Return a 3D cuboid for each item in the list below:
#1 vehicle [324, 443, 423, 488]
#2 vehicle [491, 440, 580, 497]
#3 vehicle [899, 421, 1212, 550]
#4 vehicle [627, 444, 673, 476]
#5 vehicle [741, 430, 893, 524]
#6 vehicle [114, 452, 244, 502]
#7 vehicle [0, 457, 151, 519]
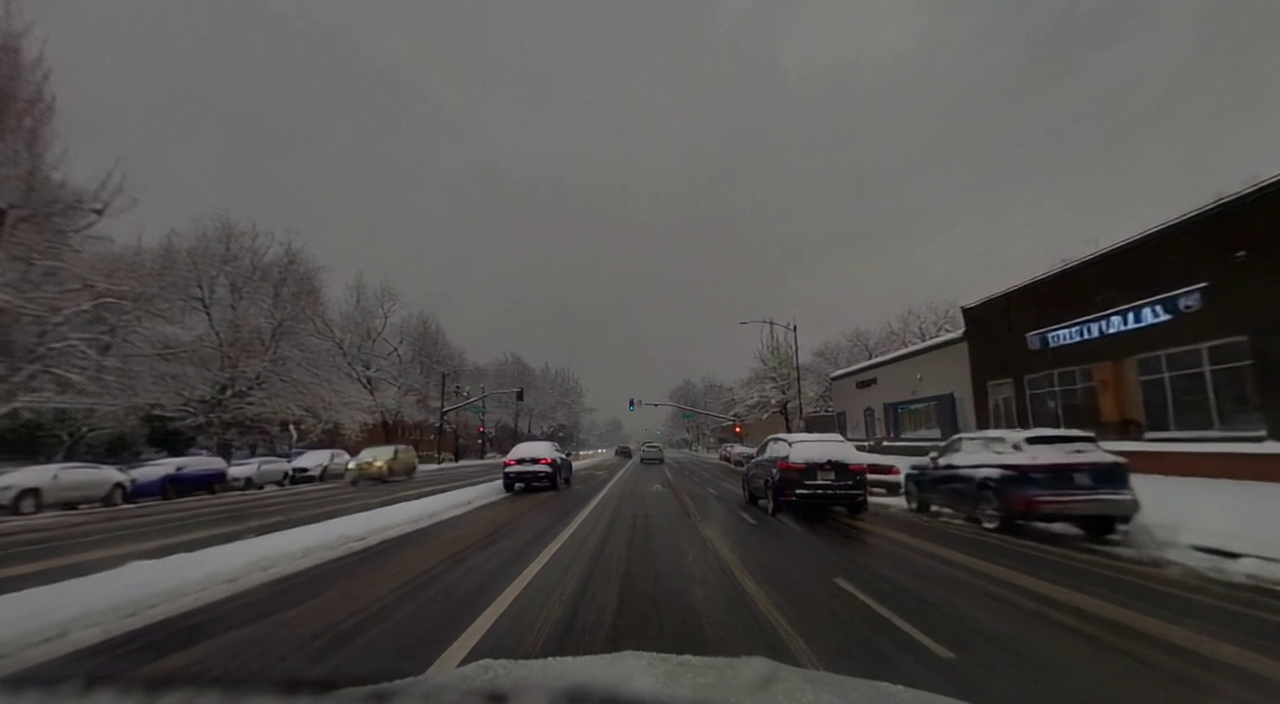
[{"bbox_3d":[-10.633,4.531,25.539,1.951,1.658,4.473,0,-9,1],"label":"vehicle"},{"bbox_3d":[-2.956,3.403,18.791,1.860,1.510,4.073,0,-9,1],"label":"vehicle"},{"bbox_3d":[6.921,2.268,11.492,2.207,1.789,5.099,0,-9,0],"label":"vehicle"},{"bbox_3d":[0.466,5.278,31.136,2.103,1.468,4.094,0,-9,0],"label":"vehicle"},{"bbox_3d":[3.444,2.501,13.140,1.987,1.637,3.896,0,-9,0],"label":"vehicle"},{"bbox_3d":[-16.987,4.573,23.524,1.825,1.560,4.109,-2,-8,-2],"label":"vehicle"},{"bbox_3d":[-17.031,3.910,18.522,1.854,1.466,4.377,-2,-8,0],"label":"vehicle"}]
